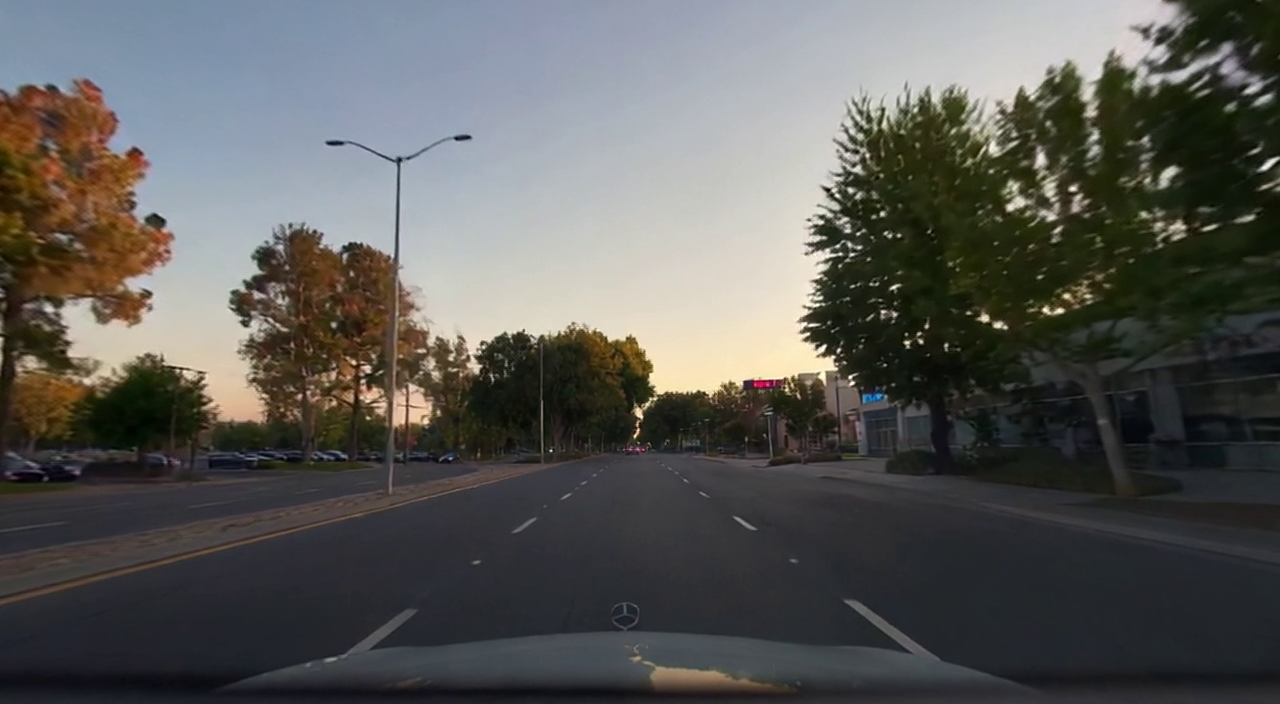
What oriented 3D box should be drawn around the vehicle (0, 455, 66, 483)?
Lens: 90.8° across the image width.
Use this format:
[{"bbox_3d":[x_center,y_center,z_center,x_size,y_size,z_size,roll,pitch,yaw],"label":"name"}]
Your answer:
[{"bbox_3d":[-34.272,6.354,34.355,4.246,1.411,1.954,0,-8,2],"label":"vehicle"}]
